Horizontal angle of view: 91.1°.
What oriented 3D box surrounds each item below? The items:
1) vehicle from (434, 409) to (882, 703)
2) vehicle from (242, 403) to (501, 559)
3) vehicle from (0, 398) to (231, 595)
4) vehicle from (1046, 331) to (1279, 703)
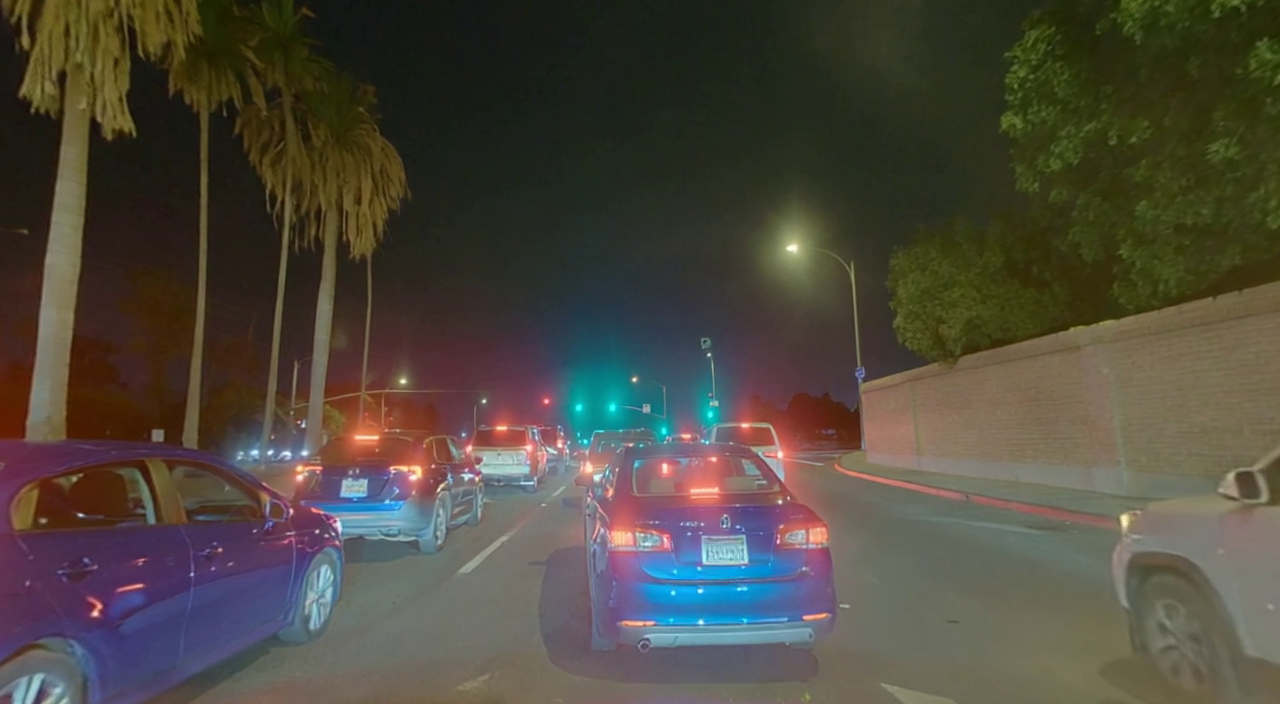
[{"bbox_3d":[0.047,1.332,5.192,2.128,1.473,4.272,0,-8,-1],"label":"vehicle"},{"bbox_3d":[-3.514,1.772,9.274,2.055,1.746,4.136,0,-8,-2],"label":"vehicle"},{"bbox_3d":[-6.669,1.403,6.386,1.963,1.721,4.662,0,-8,-2],"label":"vehicle"},{"bbox_3d":[3.172,0.696,1.502,2.112,1.717,4.432,-2,-9,11],"label":"vehicle"}]
